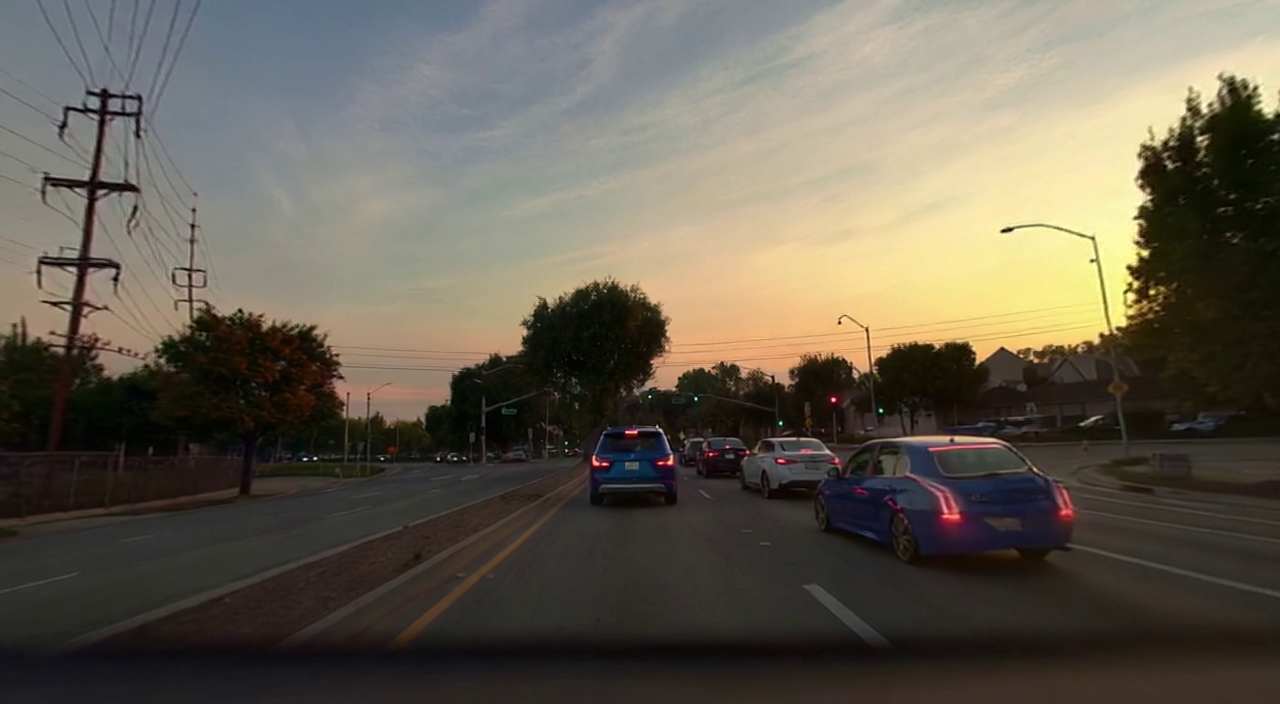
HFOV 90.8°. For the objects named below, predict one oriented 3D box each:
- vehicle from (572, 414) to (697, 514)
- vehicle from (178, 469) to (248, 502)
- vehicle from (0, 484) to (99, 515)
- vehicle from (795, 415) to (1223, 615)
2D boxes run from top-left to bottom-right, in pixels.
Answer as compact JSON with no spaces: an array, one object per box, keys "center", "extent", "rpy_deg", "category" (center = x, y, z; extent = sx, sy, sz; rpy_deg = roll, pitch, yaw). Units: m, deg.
[{"center":[-0.140,2.378,13.839],"extent":[2.300,1.821,4.254],"rpy_deg":[0,-9,-1],"category":"vehicle"},{"center":[-24.998,7.760,36.936],"extent":[3.826,1.522,1.741],"rpy_deg":[-2,-8,30],"category":"vehicle"},{"center":[-33.361,8.329,35.777],"extent":[3.637,1.483,2.007],"rpy_deg":[-1,-7,1],"category":"vehicle"},{"center":[3.303,1.543,6.998],"extent":[1.984,1.462,4.513],"rpy_deg":[0,-9,0],"category":"vehicle"}]
